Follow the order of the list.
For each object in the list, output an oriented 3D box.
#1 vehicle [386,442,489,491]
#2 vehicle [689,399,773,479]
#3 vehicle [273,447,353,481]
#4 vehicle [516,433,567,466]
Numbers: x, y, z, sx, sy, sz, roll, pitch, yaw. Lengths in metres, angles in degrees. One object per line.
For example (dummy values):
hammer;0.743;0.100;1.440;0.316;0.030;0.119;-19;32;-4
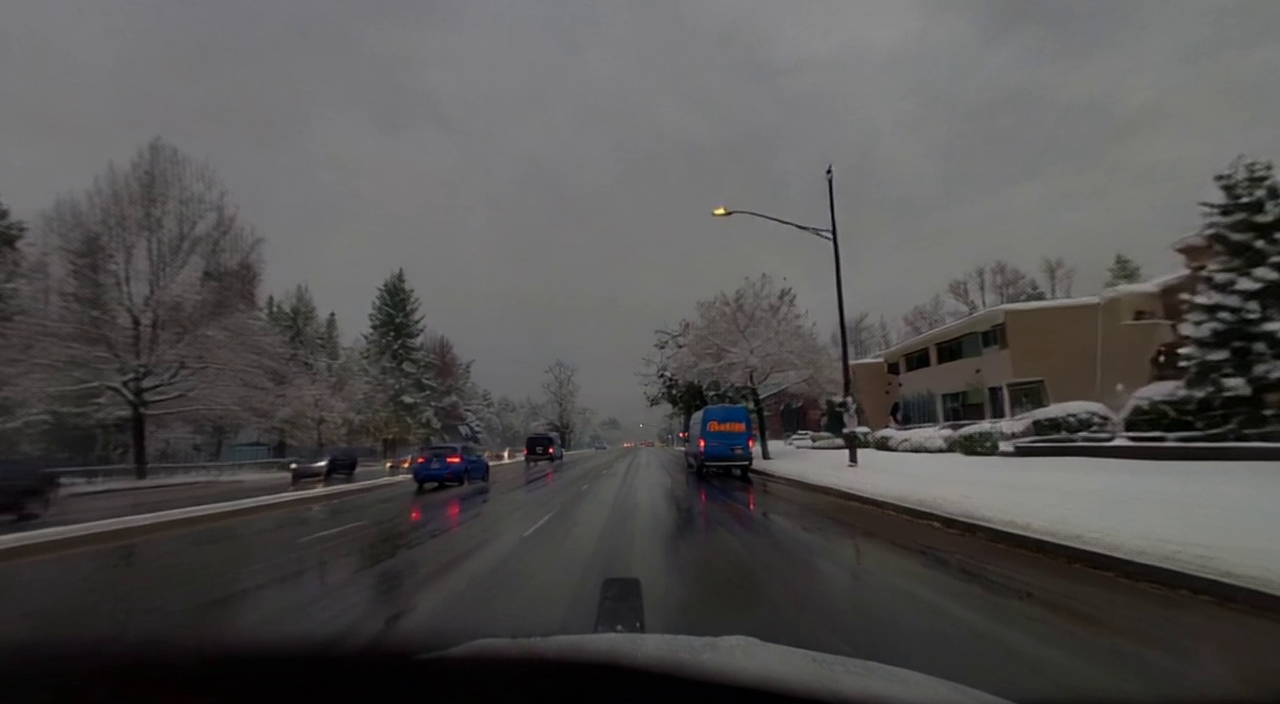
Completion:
vehicle;-6.708;3.821;21.485;1.970;1.456;4.441;0;-9;1
vehicle;3.632;3.667;26.401;2.791;3.026;4.668;0;-9;0
vehicle;-17.817;6.105;34.700;1.945;1.702;4.438;0;-9;1
vehicle;-6.396;6.438;41.772;2.332;2.039;5.678;0;-9;1
